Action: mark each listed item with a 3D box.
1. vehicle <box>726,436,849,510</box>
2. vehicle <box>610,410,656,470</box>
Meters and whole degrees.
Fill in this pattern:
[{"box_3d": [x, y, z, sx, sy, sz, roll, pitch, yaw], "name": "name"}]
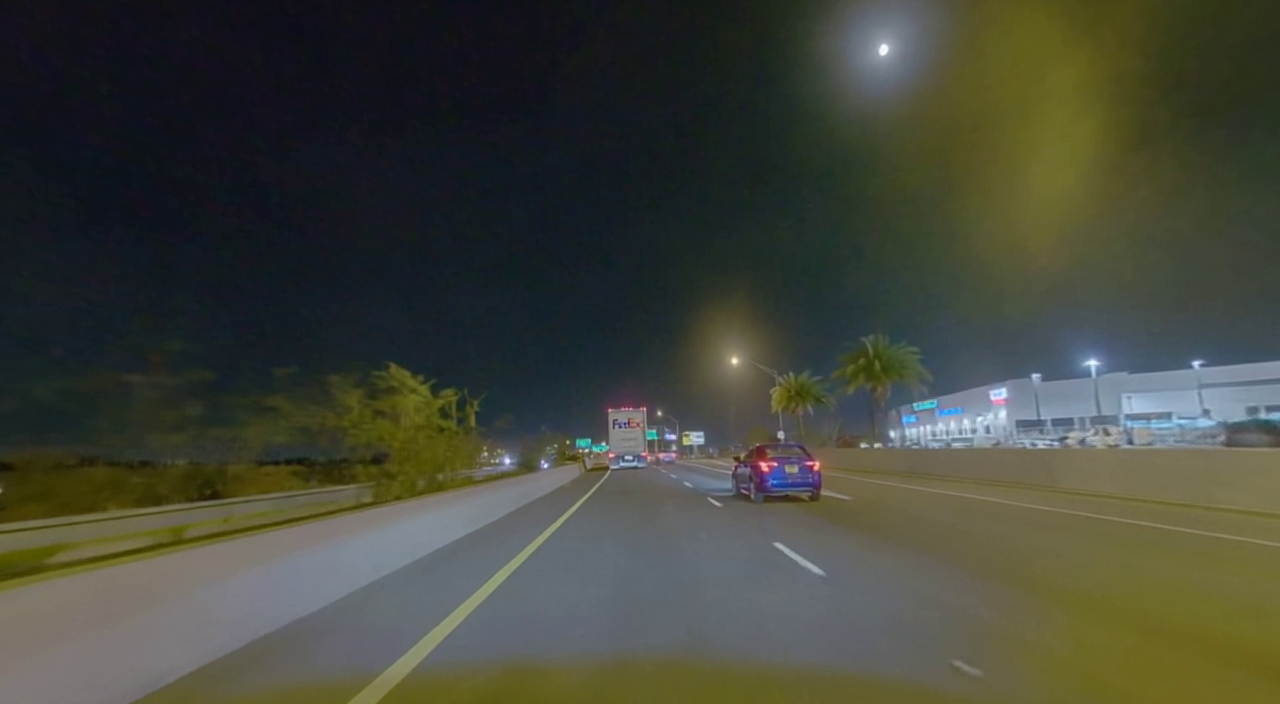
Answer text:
[{"box_3d": [3.448, 2.907, 15.618, 1.966, 1.558, 4.238, 0, -9, -1], "name": "vehicle"}, {"box_3d": [-0.652, 6.999, 49.752, 3.243, 4.134, 11.656, 0, -9, -2], "name": "vehicle"}]
